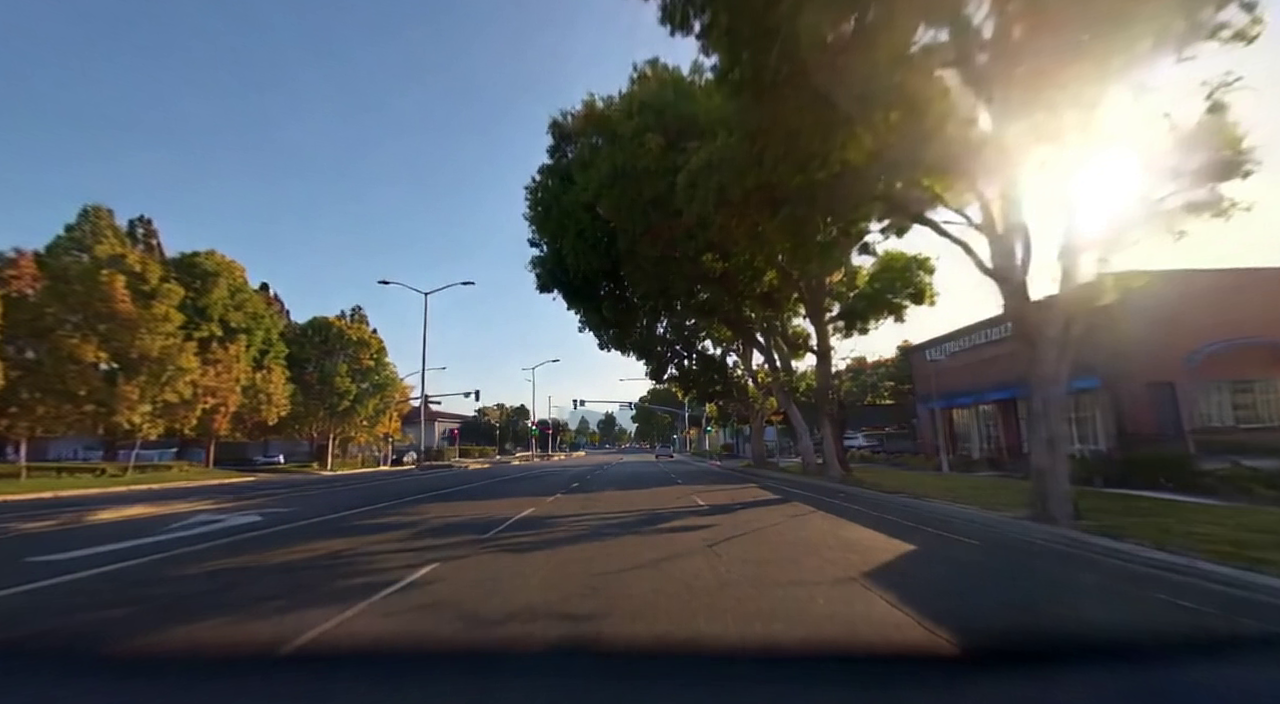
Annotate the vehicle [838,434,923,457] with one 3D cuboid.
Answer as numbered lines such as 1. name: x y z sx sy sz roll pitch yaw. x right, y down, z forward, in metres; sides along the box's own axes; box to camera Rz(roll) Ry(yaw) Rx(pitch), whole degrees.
1. vehicle: 16.339 6.394 42.924 4.960 1.505 1.941 0 -8 0
